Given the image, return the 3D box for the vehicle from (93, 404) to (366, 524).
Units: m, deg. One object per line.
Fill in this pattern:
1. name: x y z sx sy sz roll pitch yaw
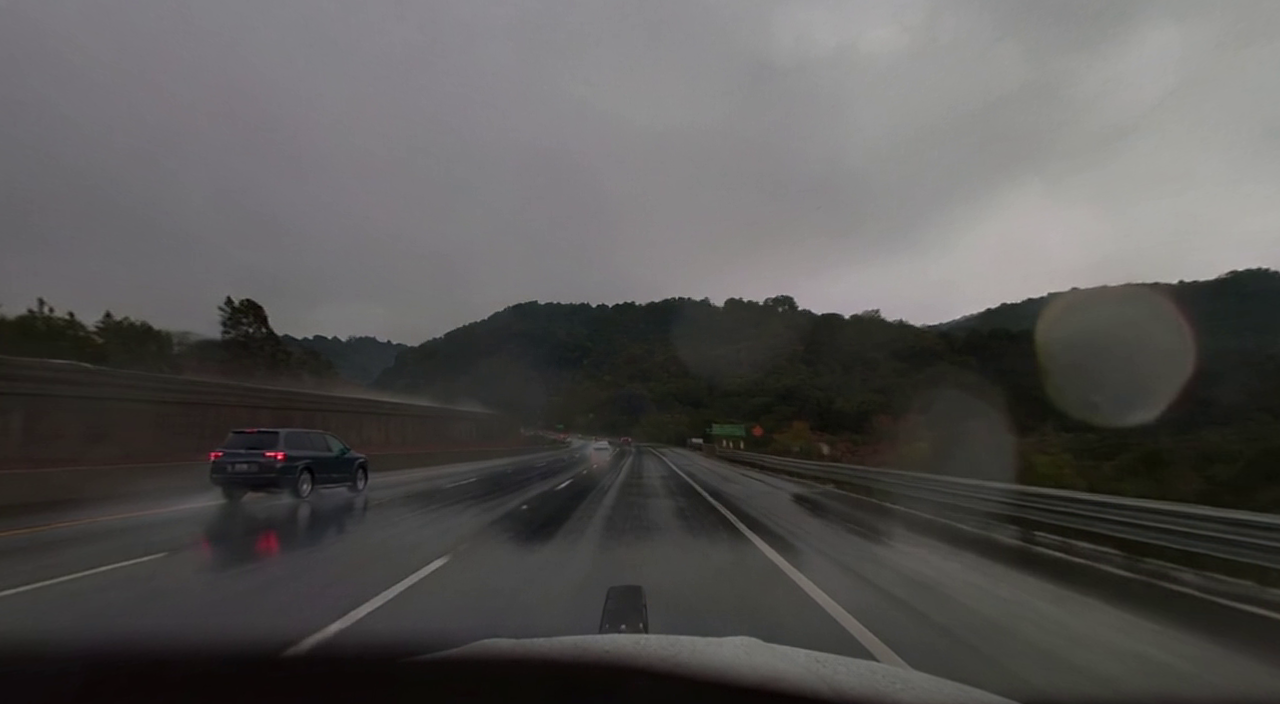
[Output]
1. vehicle: -7.725 2.181 12.734 2.151 1.925 4.945 0 -9 0
